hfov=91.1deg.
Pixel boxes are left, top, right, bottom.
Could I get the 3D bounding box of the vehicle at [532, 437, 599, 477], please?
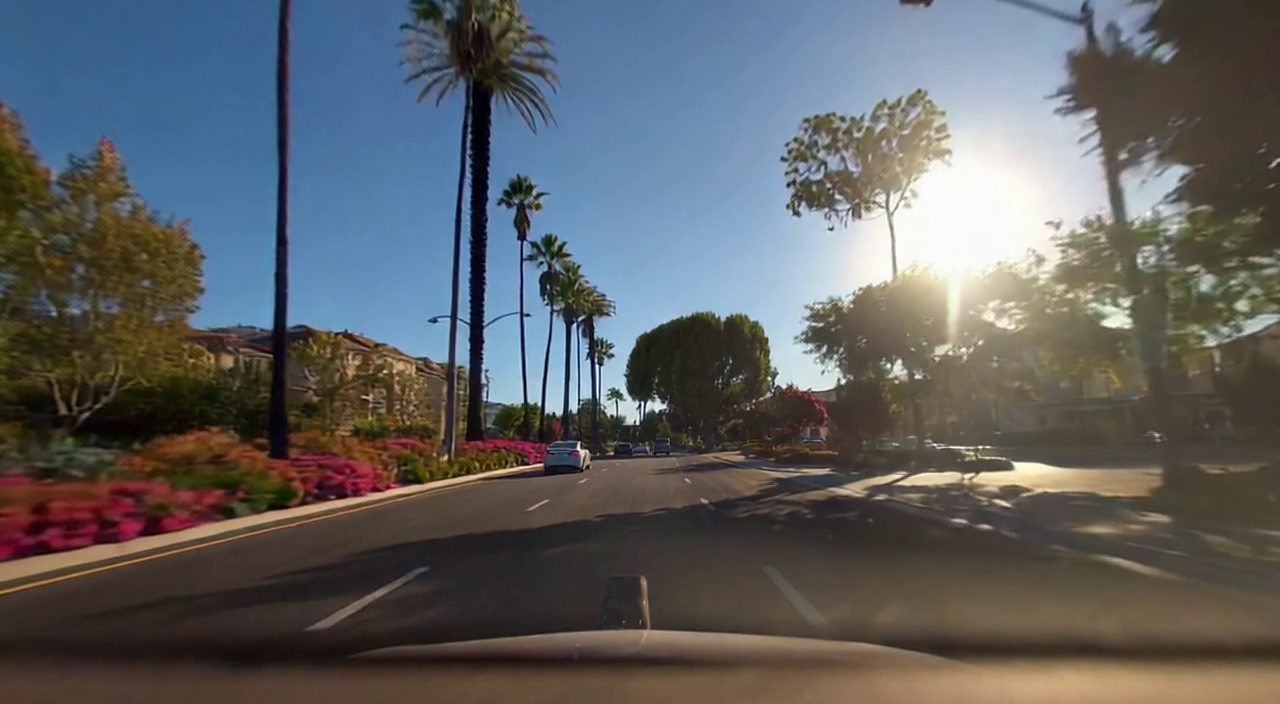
[{"bbox_3d":[-2.969,4.307,26.033,2.036,1.478,4.508,0,-8,2],"label":"vehicle"}]
